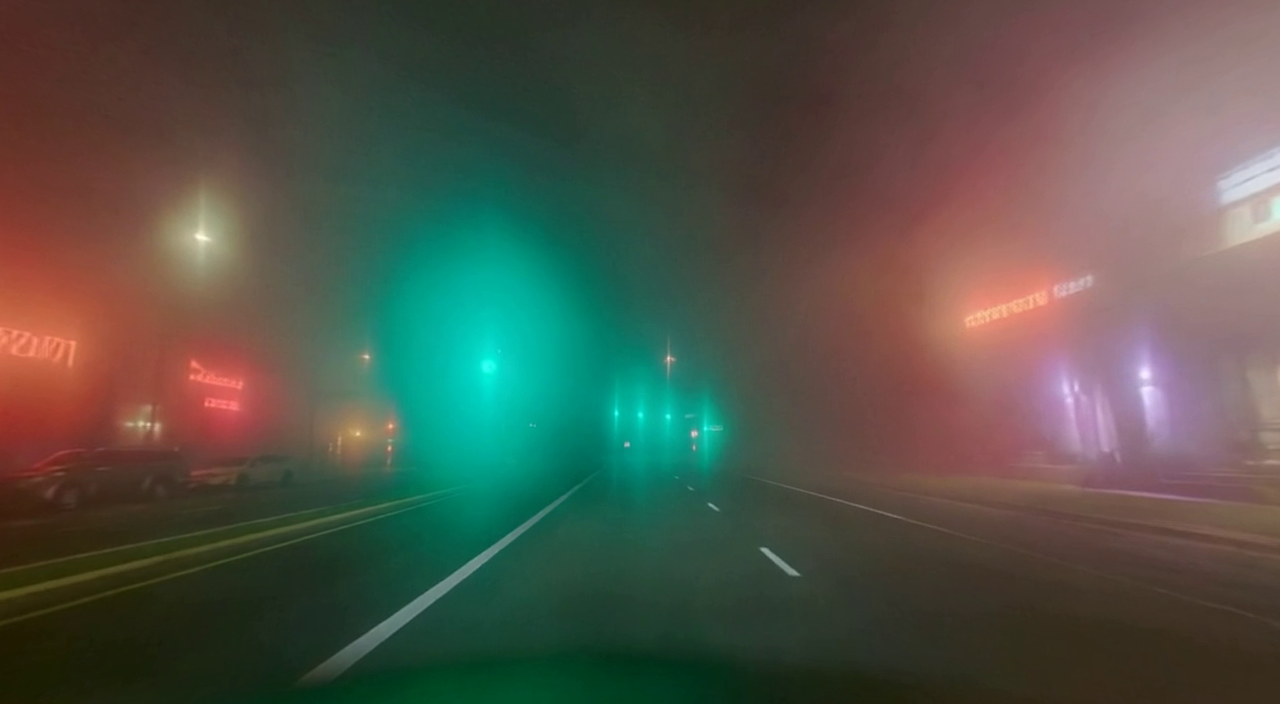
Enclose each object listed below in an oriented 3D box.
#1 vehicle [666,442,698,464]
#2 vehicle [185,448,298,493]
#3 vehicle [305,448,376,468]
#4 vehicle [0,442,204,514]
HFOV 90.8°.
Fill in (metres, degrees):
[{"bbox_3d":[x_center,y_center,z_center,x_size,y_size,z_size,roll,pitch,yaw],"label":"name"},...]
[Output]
[{"bbox_3d":[2.988,7.283,45.519,1.945,1.490,3.817,0,-8,-1],"label":"vehicle"},{"bbox_3d":[-15.600,4.602,25.027,1.831,1.599,4.080,0,-8,0],"label":"vehicle"},{"bbox_3d":[-22.743,8.059,48.051,4.420,1.466,2.016,-1,-8,8],"label":"vehicle"},{"bbox_3d":[-15.384,3.494,18.180,1.978,1.760,5.097,0,-8,1],"label":"vehicle"}]
